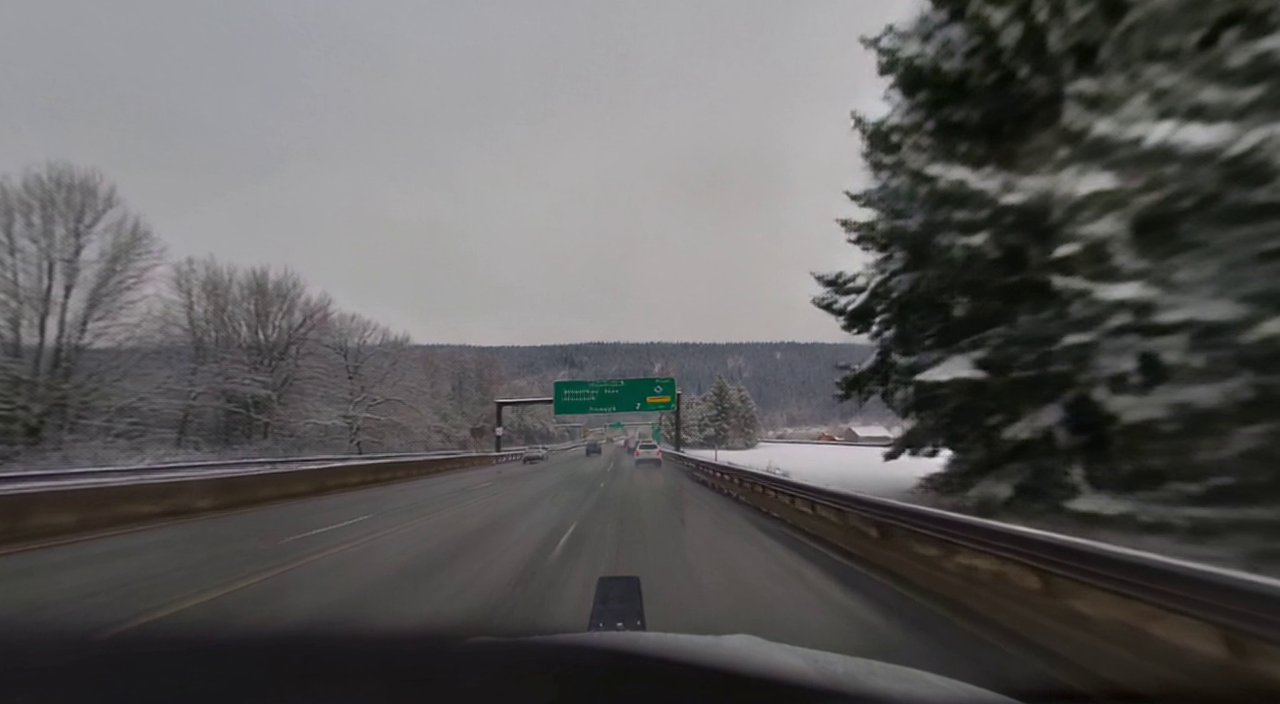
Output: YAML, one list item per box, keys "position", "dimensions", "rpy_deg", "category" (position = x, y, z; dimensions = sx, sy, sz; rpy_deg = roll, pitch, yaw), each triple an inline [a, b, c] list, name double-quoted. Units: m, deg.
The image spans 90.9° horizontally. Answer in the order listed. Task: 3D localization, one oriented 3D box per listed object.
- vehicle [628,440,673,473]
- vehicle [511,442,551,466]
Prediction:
- position: [0.428, 5.029, 30.492]
  dimensions: [2.019, 1.475, 4.301]
  rpy_deg: [0, -9, -2]
  category: "vehicle"
- position: [-7.068, 6.647, 41.185]
  dimensions: [1.955, 1.468, 3.637]
  rpy_deg: [0, -9, -1]
  category: "vehicle"
